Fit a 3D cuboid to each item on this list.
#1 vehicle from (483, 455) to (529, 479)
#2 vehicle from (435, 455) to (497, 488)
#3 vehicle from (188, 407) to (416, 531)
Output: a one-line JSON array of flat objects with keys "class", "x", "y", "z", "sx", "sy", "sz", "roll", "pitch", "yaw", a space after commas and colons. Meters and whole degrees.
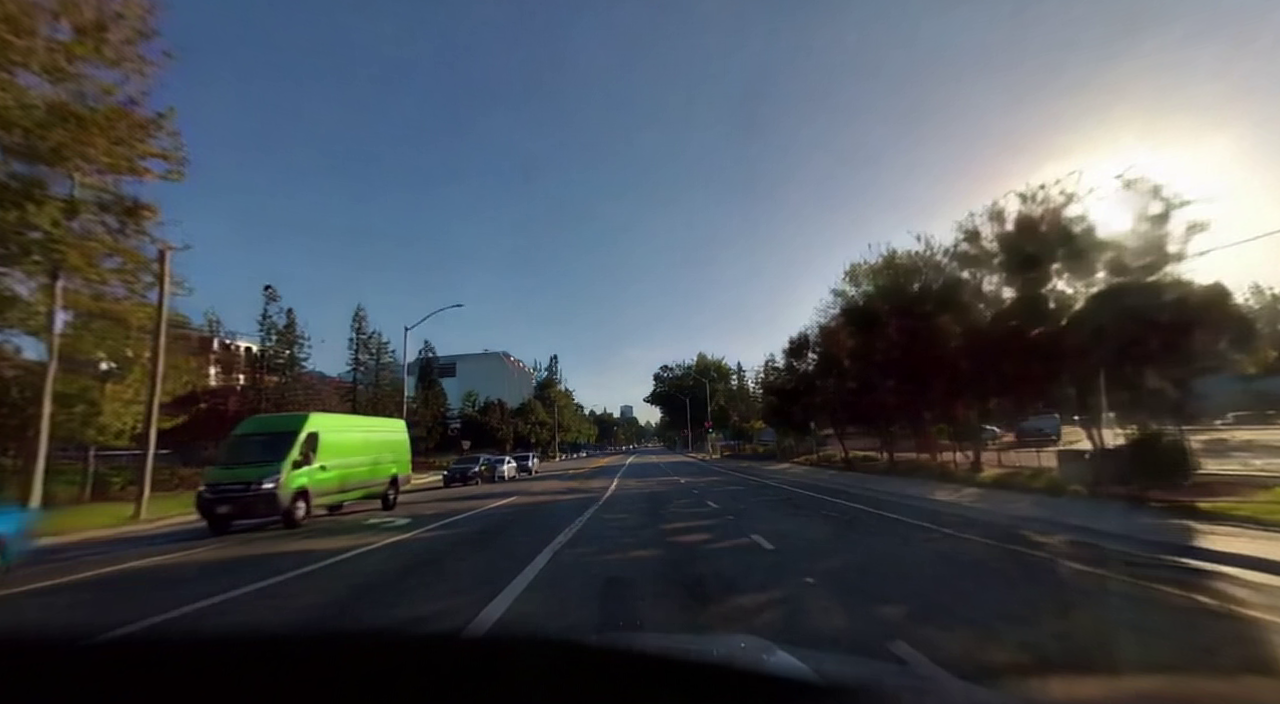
[{"class": "vehicle", "x": -8.816, "y": 7.606, "z": 41.989, "sx": 1.940, "sy": 1.452, "sz": 4.441, "roll": -1, "pitch": -9, "yaw": 2}, {"class": "vehicle", "x": -8.853, "y": 6.097, "z": 32.564, "sx": 1.959, "sy": 1.469, "sz": 4.369, "roll": 0, "pitch": -9, "yaw": 0}, {"class": "vehicle", "x": -8.789, "y": 3.126, "z": 17.597, "sx": 2.617, "sy": 2.736, "sz": 6.621, "roll": 0, "pitch": -9, "yaw": 0}]
